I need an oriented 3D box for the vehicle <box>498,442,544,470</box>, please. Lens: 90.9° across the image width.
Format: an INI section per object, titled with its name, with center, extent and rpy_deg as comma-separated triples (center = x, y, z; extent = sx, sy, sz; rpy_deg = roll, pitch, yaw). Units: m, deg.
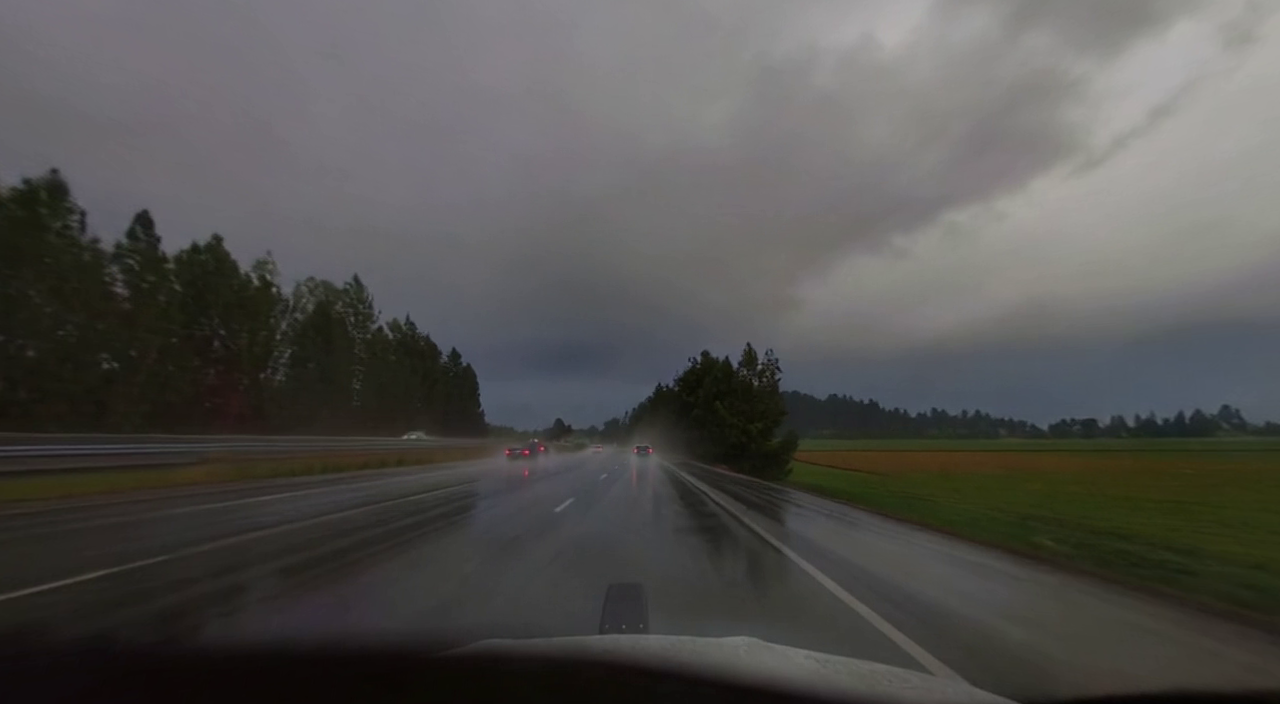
[vehicle]
center = -7.171, 6.265, 38.328
extent = 1.972, 1.603, 3.891
rpy_deg = 0, -8, 0
